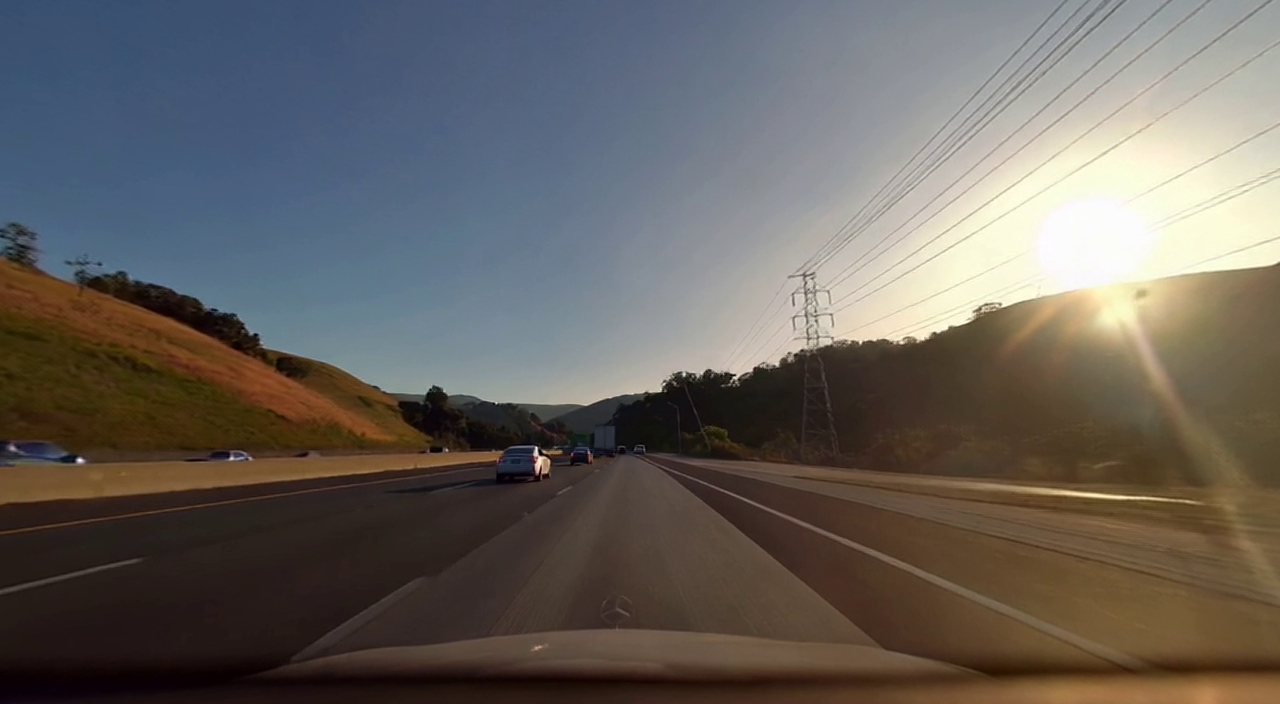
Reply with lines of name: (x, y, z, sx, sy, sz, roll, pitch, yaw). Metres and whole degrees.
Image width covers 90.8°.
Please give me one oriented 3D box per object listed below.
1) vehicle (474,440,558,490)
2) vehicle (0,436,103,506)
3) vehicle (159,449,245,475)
vehicle: (-4.166, 3.856, 21.979, 1.963, 1.533, 4.477, 0, -9, 0)
vehicle: (-14.823, 2.550, 13.492, 2.015, 1.505, 5.310, 0, -9, 0)
vehicle: (-26.089, 6.533, 37.810, 1.841, 1.449, 4.570, 0, -9, 0)
